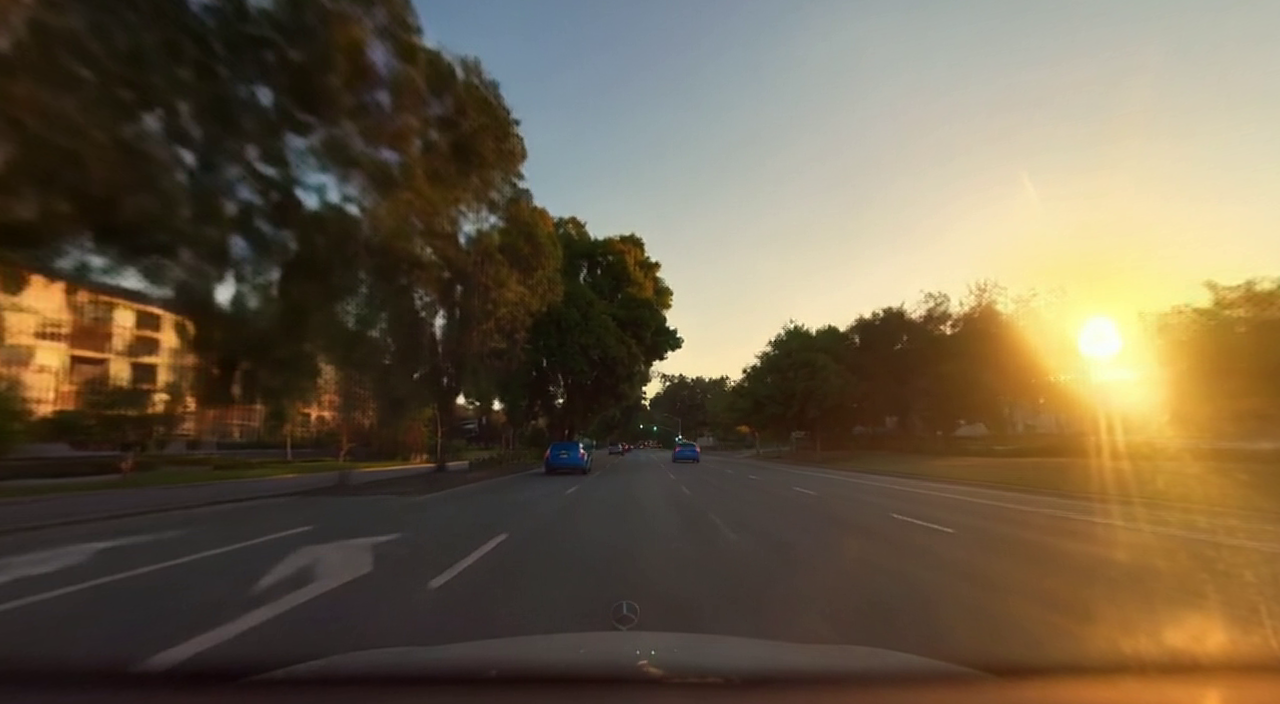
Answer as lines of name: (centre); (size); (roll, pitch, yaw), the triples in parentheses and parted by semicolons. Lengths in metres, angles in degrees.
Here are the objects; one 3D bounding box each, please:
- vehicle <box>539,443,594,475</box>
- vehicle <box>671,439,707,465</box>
vehicle: (-3.539, 5.208, 31.029); (2.112, 1.471, 4.212); (0, -8, 1)
vehicle: (3.313, 6.848, 43.539); (2.072, 1.696, 4.177); (0, -8, -1)
